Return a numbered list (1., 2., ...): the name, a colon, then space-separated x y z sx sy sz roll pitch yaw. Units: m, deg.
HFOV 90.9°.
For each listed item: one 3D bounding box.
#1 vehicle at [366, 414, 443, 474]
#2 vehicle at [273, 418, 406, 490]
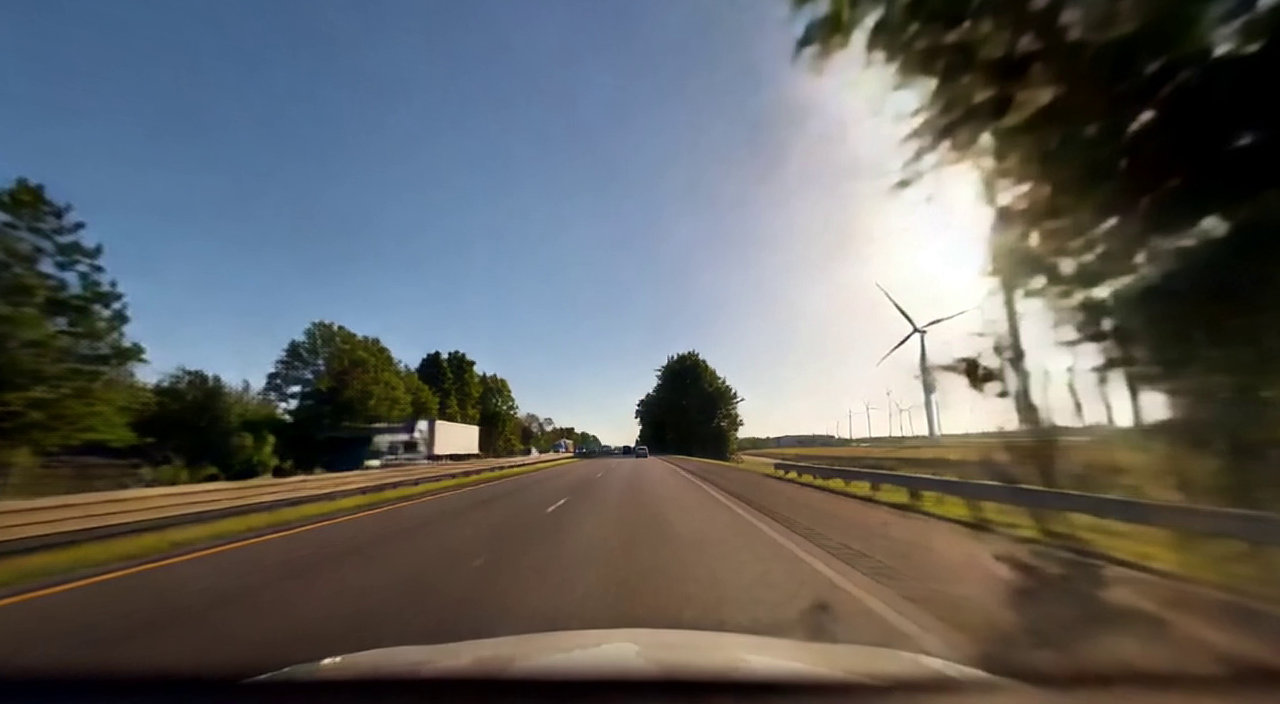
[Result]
1. vehicle: -16.505 6.556 44.716 3.031 3.931 6.017 0 -9 0
2. vehicle: -12.745 4.433 27.499 2.231 2.700 6.933 -1 -9 1
